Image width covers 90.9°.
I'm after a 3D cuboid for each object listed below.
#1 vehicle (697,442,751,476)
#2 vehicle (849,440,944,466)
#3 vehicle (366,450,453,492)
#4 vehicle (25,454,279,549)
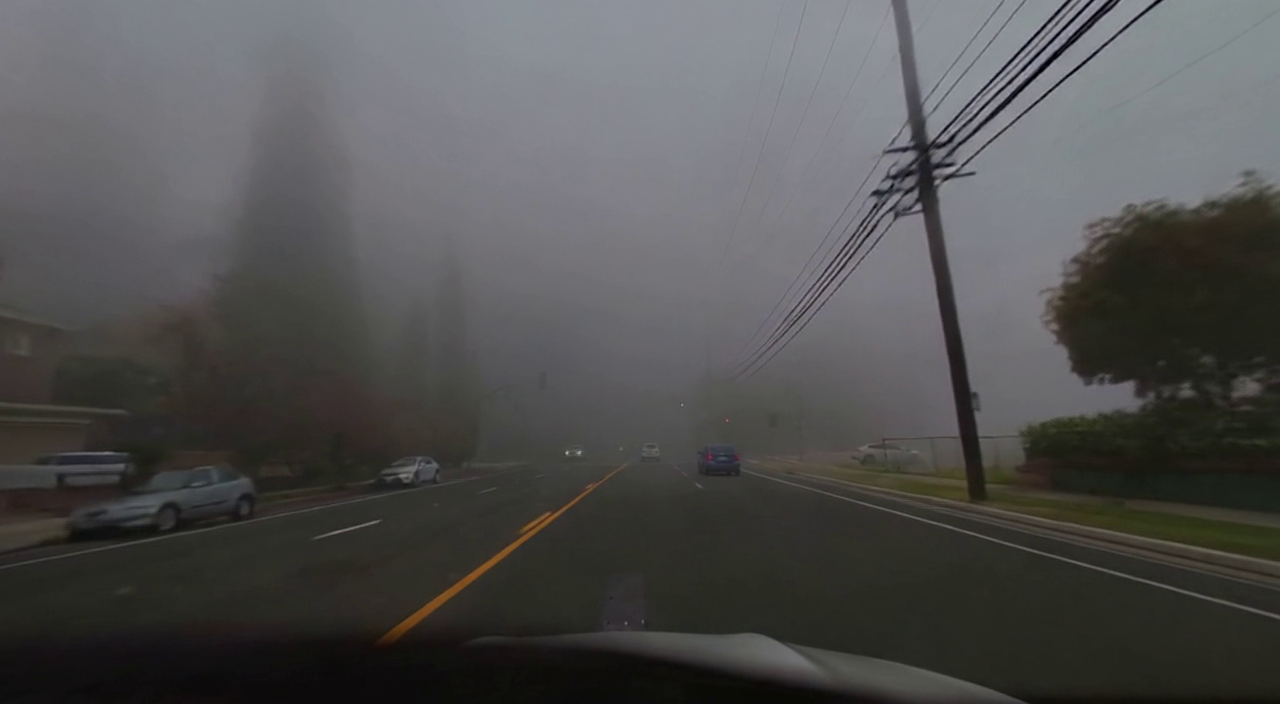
[{"bbox_3d":[3.932,5.078,30.160,1.951,1.479,4.487,0,-8,0],"label":"vehicle"},{"bbox_3d":[15.239,6.002,37.577,4.838,1.474,1.873,1,-8,-6],"label":"vehicle"},{"bbox_3d":[-9.877,5.112,27.445,2.032,1.452,4.656,-2,-7,0],"label":"vehicle"},{"bbox_3d":[-10.343,3.135,13.984,1.927,1.485,4.702,-2,-7,0],"label":"vehicle"}]
